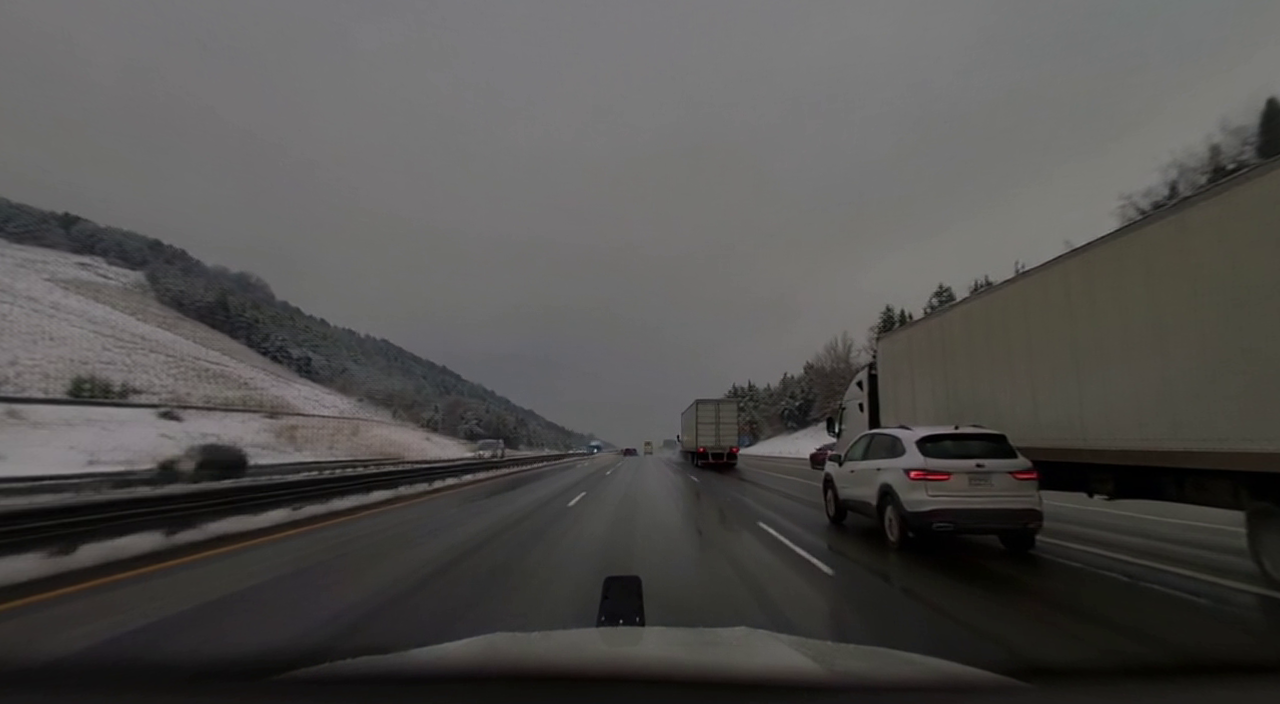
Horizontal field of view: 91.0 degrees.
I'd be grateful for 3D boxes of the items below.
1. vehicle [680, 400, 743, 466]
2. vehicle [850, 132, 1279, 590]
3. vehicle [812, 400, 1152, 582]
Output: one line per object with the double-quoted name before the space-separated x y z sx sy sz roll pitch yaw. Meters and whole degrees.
"vehicle" 4.694 5.729 43.755 3.049 3.968 10.706 0 -9 0
"vehicle" 7.433 0.679 9.782 2.947 4.199 16.175 0 -8 1
"vehicle" 3.882 1.657 8.245 2.055 1.737 4.224 0 -9 0
